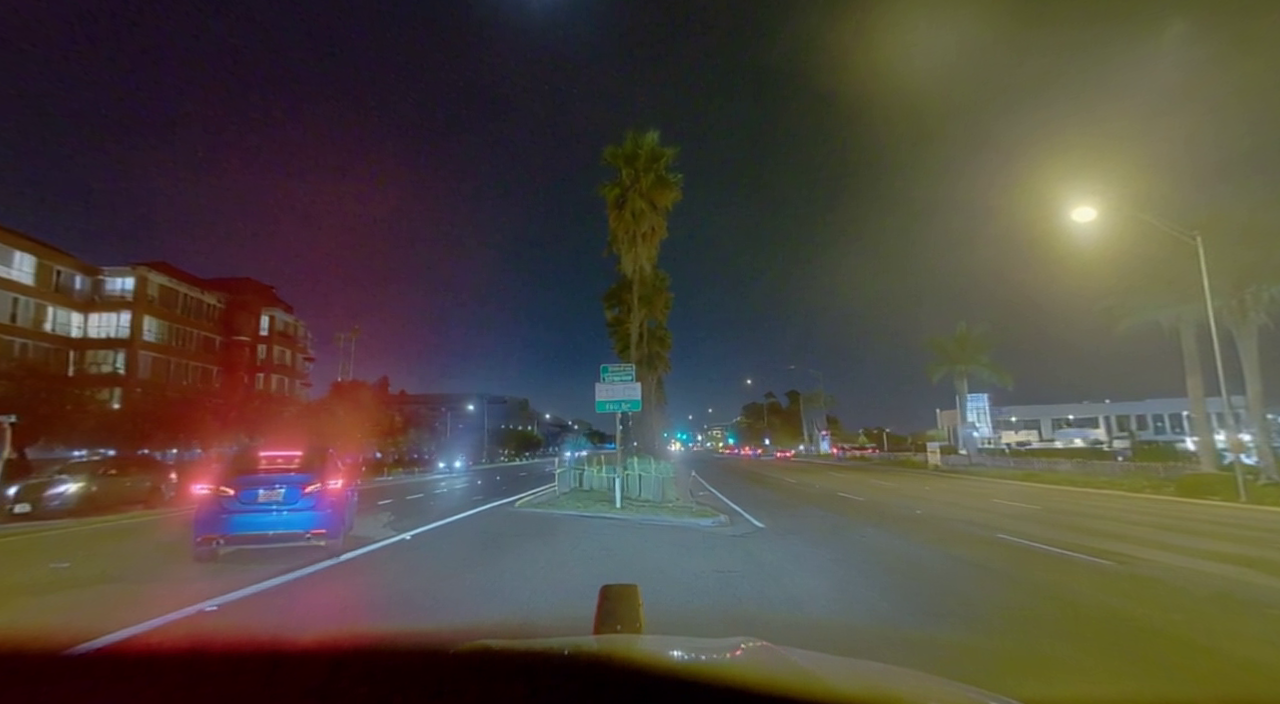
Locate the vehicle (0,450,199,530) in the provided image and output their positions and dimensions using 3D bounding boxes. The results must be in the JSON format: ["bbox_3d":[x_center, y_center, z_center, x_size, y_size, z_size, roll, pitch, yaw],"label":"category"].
[{"bbox_3d":[-12.593,2.971,14.233,2.099,1.464,4.615,0,-9,-2],"label":"vehicle"}]

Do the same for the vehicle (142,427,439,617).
[{"bbox_3d":[-4.255,1.683,7.320,1.986,1.473,4.382,7,-11,-41],"label":"vehicle"}]
